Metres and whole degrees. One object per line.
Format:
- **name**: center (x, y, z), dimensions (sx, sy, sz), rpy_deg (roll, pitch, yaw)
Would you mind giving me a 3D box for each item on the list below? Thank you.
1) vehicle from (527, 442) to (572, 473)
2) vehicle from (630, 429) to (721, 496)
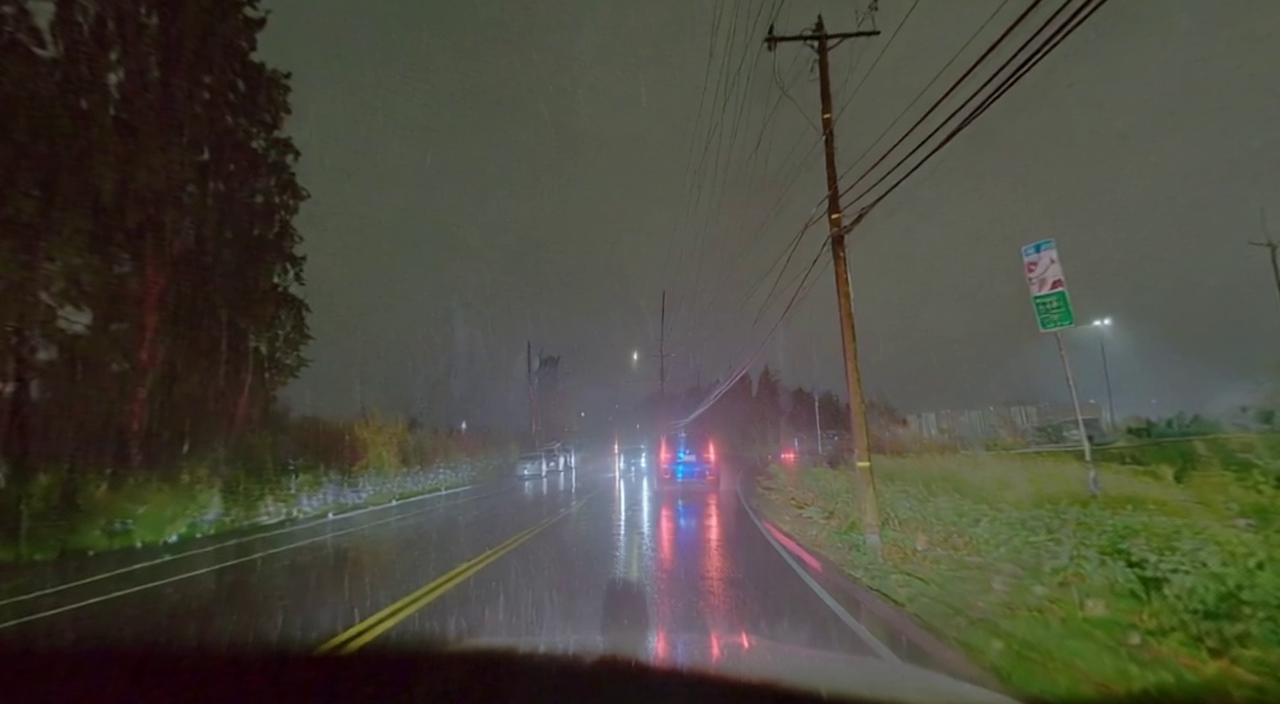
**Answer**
- **vehicle**: center (-6.467, 7.404, 44.591), dimensions (2.668, 1.981, 5.575), rpy_deg (2, -9, -12)
- **vehicle**: center (0.882, 2.820, 16.371), dimensions (2.081, 1.503, 3.726), rpy_deg (0, -8, 2)
